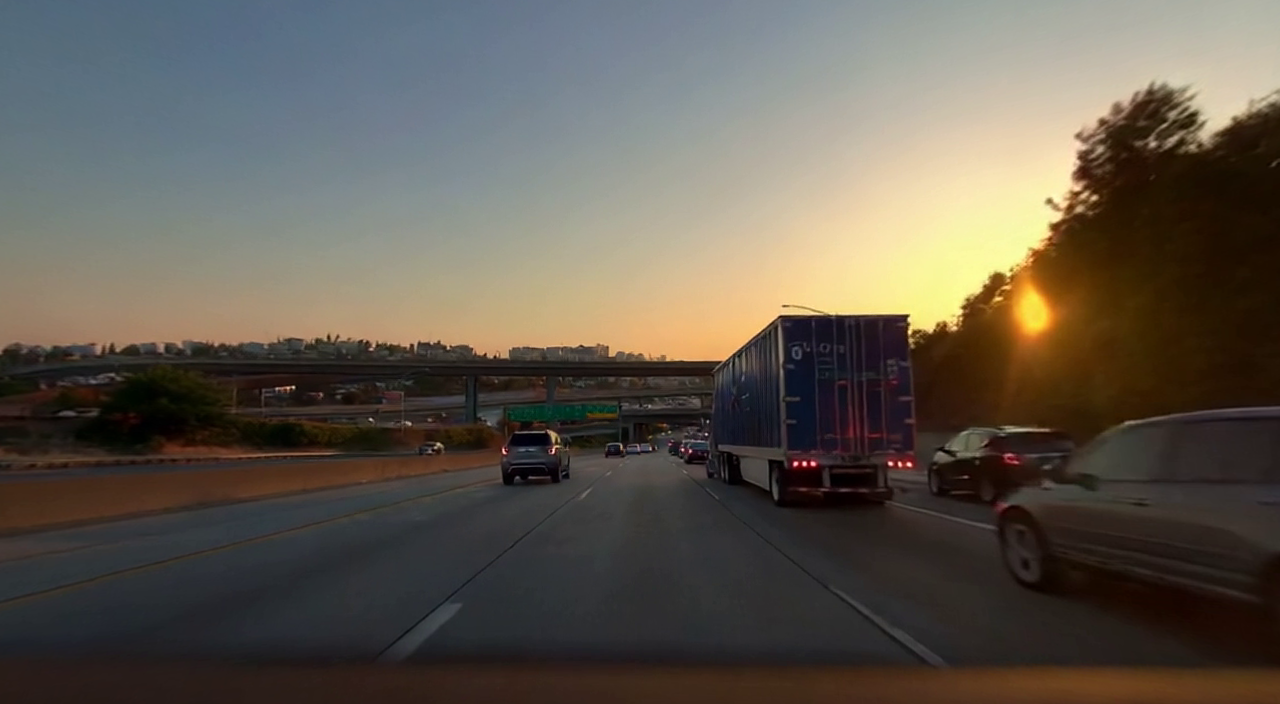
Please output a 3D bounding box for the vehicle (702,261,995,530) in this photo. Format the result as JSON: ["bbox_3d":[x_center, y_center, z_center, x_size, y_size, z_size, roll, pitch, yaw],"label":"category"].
[{"bbox_3d":[3.951,1.803,17.607,2.903,4.190,15.630,-1,-9,0],"label":"vehicle"}]

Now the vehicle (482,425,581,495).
[{"bbox_3d":[-2.959,3.072,18.177,2.006,1.741,4.277,-1,-9,1],"label":"vehicle"}]

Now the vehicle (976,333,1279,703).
[{"bbox_3d":[3.987,0.866,3.495,1.984,1.737,4.064,-1,-9,1],"label":"vehicle"}]
